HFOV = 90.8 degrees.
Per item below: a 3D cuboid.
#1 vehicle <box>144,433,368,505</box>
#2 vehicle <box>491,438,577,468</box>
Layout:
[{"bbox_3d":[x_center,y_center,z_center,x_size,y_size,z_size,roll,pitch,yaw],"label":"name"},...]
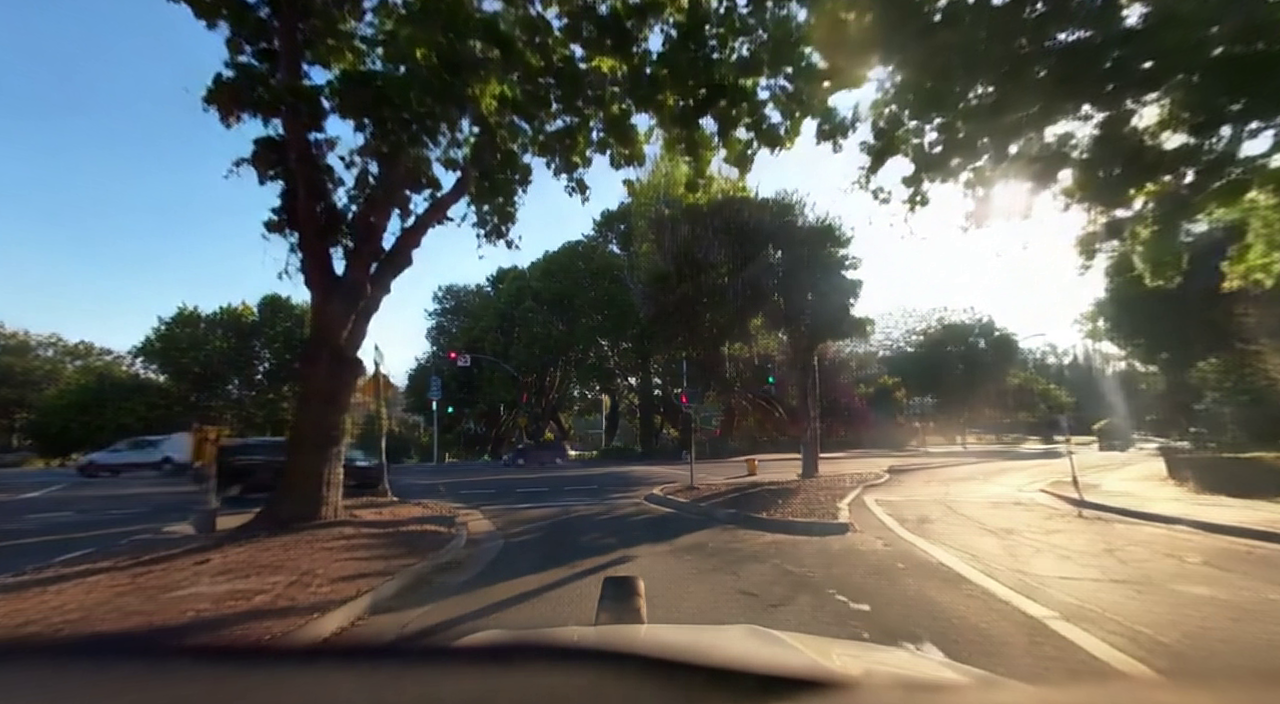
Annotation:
[{"bbox_3d":[-9.556,2.916,16.188,4.545,1.602,2.014,4,-10,-27],"label":"vehicle"},{"bbox_3d":[-6.230,5.925,37.265,4.602,1.667,1.933,4,-10,-27],"label":"vehicle"}]
